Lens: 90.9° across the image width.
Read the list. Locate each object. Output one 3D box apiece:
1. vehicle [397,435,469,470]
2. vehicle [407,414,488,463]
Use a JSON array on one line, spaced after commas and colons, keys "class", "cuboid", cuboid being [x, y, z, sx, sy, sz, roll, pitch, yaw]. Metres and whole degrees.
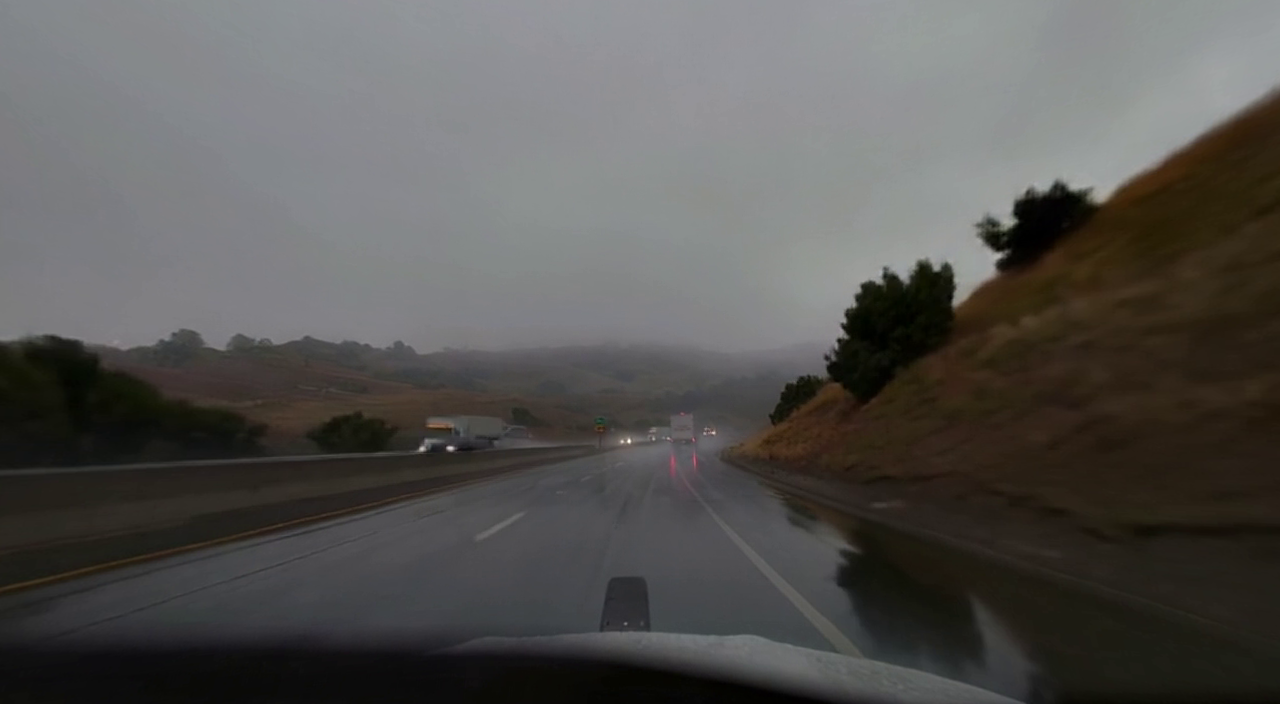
[{"class": "vehicle", "cuboid": [-10.515, 5.147, 32.366, 2.032, 1.636, 4.413, 0, -9, 3]}, {"class": "vehicle", "cuboid": [-13.917, 6.440, 46.522, 2.932, 3.214, 9.129, 0, -9, 1]}]
